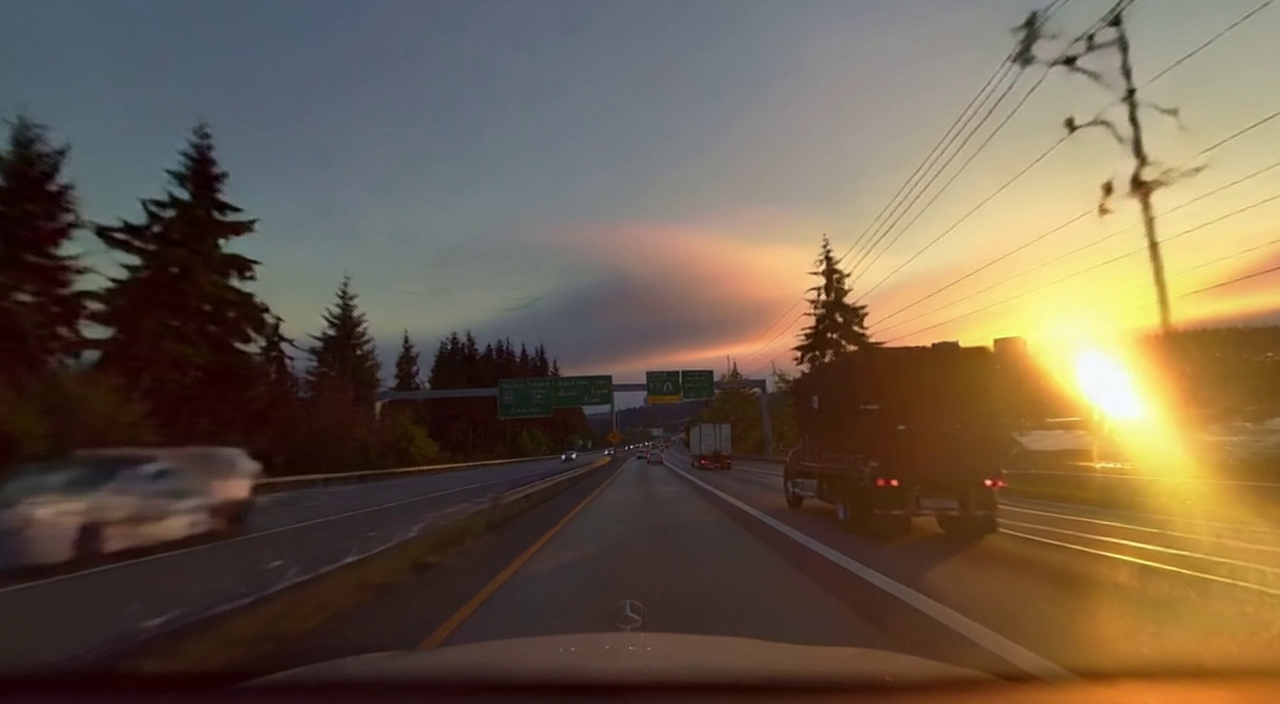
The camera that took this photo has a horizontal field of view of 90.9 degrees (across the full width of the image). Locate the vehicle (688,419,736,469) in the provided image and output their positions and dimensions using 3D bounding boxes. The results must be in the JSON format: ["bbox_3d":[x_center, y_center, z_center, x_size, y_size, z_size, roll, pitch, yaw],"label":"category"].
[{"bbox_3d":[5.094,6.702,45.804,2.743,3.367,7.306,0,-9,1],"label":"vehicle"}]

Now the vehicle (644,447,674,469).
[{"bbox_3d":[1.347,7.730,46.024,2.049,1.500,3.790,0,-9,0],"label":"vehicle"}]

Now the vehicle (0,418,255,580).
[{"bbox_3d":[-8.971,2.226,10.195,2.174,1.978,5.226,-2,-9,0],"label":"vehicle"}]

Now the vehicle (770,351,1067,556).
[{"bbox_3d":[4.407,1.816,11.633,2.569,2.783,5.984,0,-9,-1],"label":"vehicle"}]

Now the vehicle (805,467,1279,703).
[{"bbox_3d":[4.521,1.701,5.392,2.472,1.036,13.239,0,-9,-1],"label":"vehicle"}]
